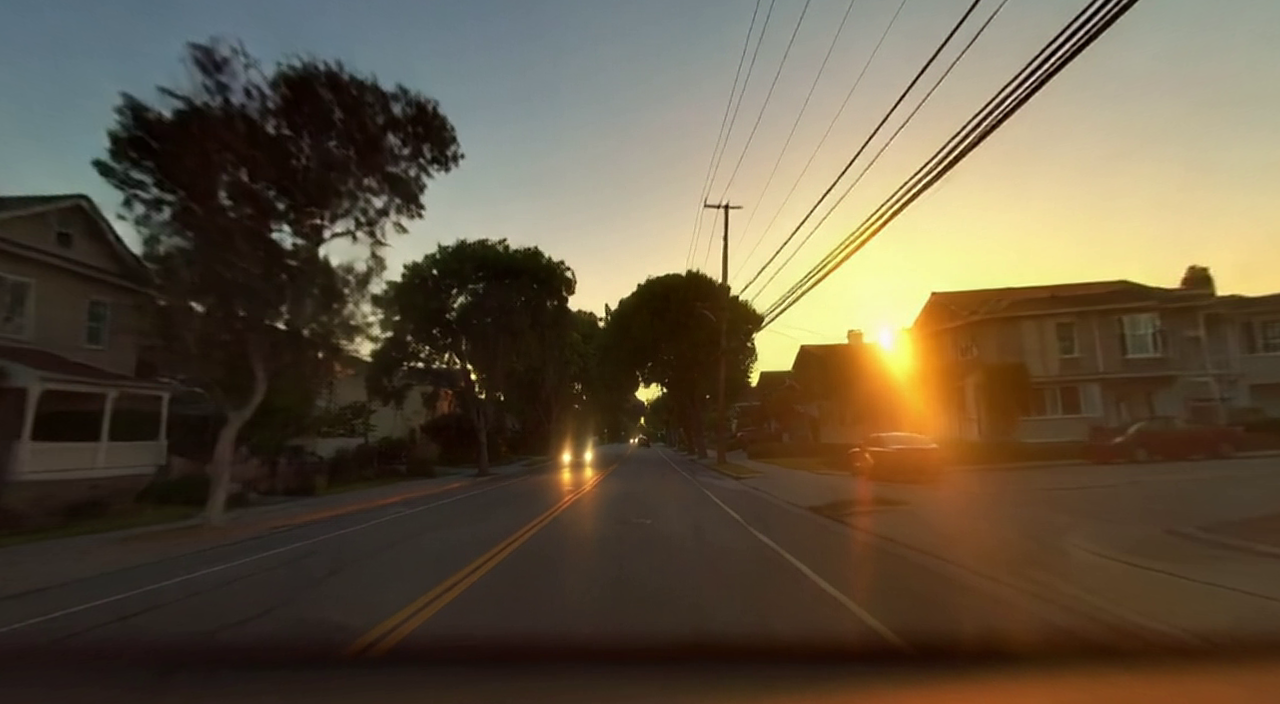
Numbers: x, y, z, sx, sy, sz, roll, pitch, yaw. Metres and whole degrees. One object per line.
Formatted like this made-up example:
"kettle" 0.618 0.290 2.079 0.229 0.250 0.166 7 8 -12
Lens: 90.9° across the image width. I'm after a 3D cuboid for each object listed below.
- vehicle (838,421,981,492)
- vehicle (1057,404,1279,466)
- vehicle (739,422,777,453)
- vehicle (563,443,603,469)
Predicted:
"vehicle" 7.124 2.825 17.278 2.071 1.510 4.418 -6 -9 3
"vehicle" 14.332 2.231 16.811 4.848 1.509 1.976 -1 -8 9
"vehicle" 7.905 5.804 42.561 1.878 1.743 4.556 -7 -9 4
"vehicle" -3.534 6.558 39.979 2.028 1.488 4.392 0 -8 2
